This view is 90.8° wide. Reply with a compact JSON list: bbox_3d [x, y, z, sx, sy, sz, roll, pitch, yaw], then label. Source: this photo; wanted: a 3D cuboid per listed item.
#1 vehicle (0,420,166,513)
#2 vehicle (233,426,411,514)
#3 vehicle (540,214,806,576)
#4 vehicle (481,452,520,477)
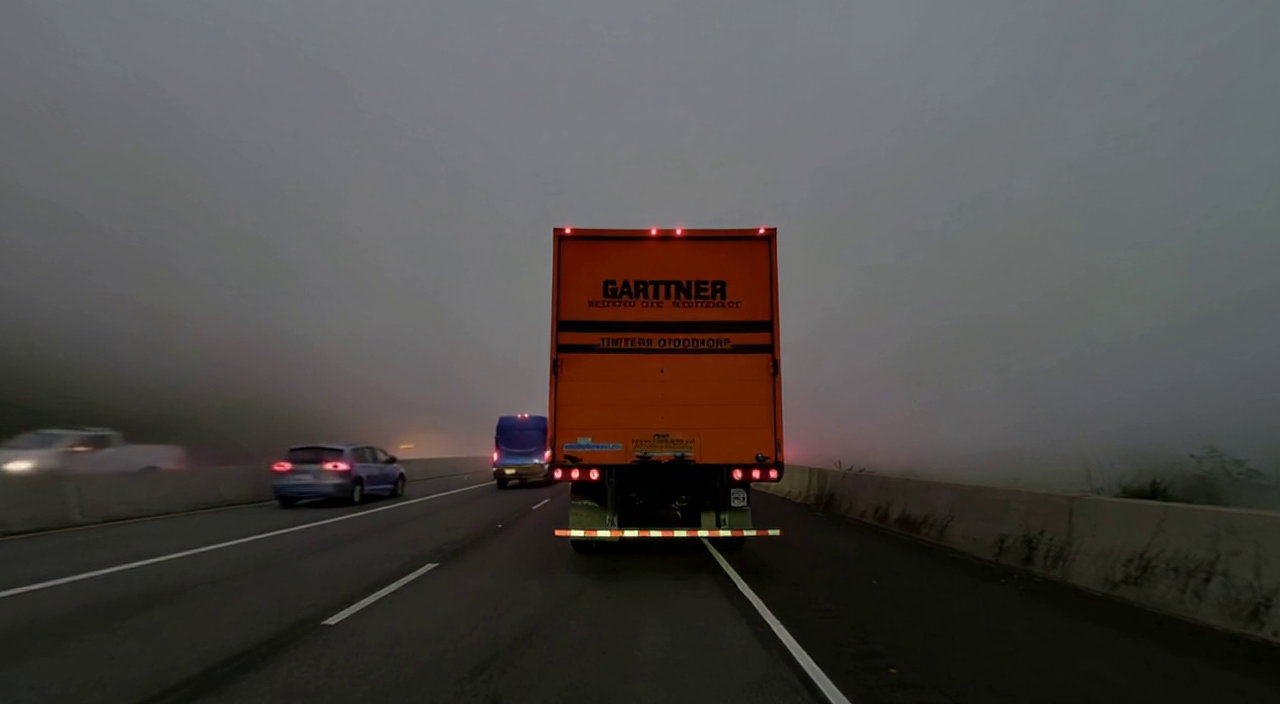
[{"bbox_3d":[-21.523,4.096,22.926,2.677,2.891,7.414,0,-9,0],"label":"vehicle"},{"bbox_3d":[-8.505,3.208,17.649,2.174,2.059,5.314,0,-9,0],"label":"vehicle"},{"bbox_3d":[0.481,1.225,12.286,2.853,4.054,10.557,0,-9,1],"label":"vehicle"},{"bbox_3d":[-8.649,6.967,39.404,1.617,1.465,3.546,0,-9,1],"label":"vehicle"}]
